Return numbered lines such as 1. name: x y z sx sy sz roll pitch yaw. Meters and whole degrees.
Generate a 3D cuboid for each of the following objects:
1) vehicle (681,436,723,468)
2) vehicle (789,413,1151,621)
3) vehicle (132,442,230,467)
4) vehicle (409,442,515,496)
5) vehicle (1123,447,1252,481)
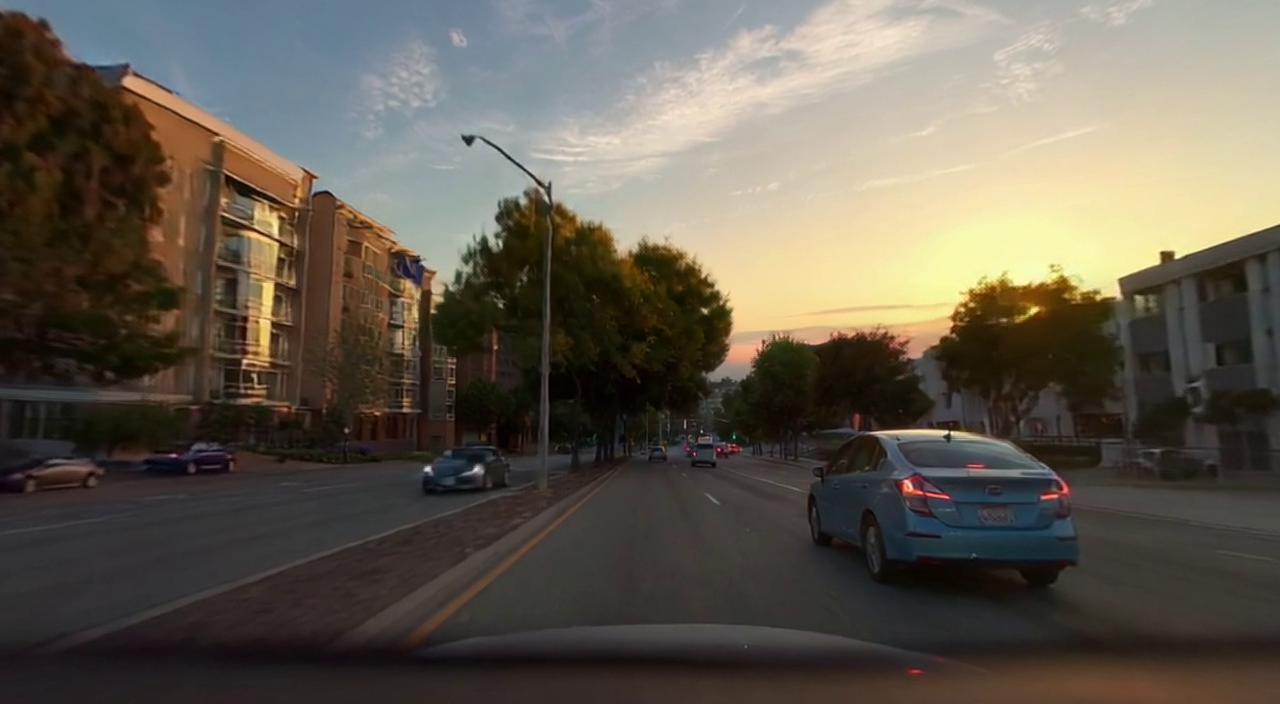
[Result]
1. vehicle: 3.823 6.248 39.528 2.154 1.844 4.634 0 -8 0
2. vehicle: 3.103 1.596 7.067 1.901 1.634 3.952 0 -8 0
3. vehicle: -28.121 6.296 38.663 4.783 1.452 1.753 -1 -8 5
4. vehicle: -5.318 3.529 19.516 1.953 1.462 4.297 0 -8 1
5. vehicle: 28.080 5.730 32.506 4.391 1.600 2.137 -2 -8 15
